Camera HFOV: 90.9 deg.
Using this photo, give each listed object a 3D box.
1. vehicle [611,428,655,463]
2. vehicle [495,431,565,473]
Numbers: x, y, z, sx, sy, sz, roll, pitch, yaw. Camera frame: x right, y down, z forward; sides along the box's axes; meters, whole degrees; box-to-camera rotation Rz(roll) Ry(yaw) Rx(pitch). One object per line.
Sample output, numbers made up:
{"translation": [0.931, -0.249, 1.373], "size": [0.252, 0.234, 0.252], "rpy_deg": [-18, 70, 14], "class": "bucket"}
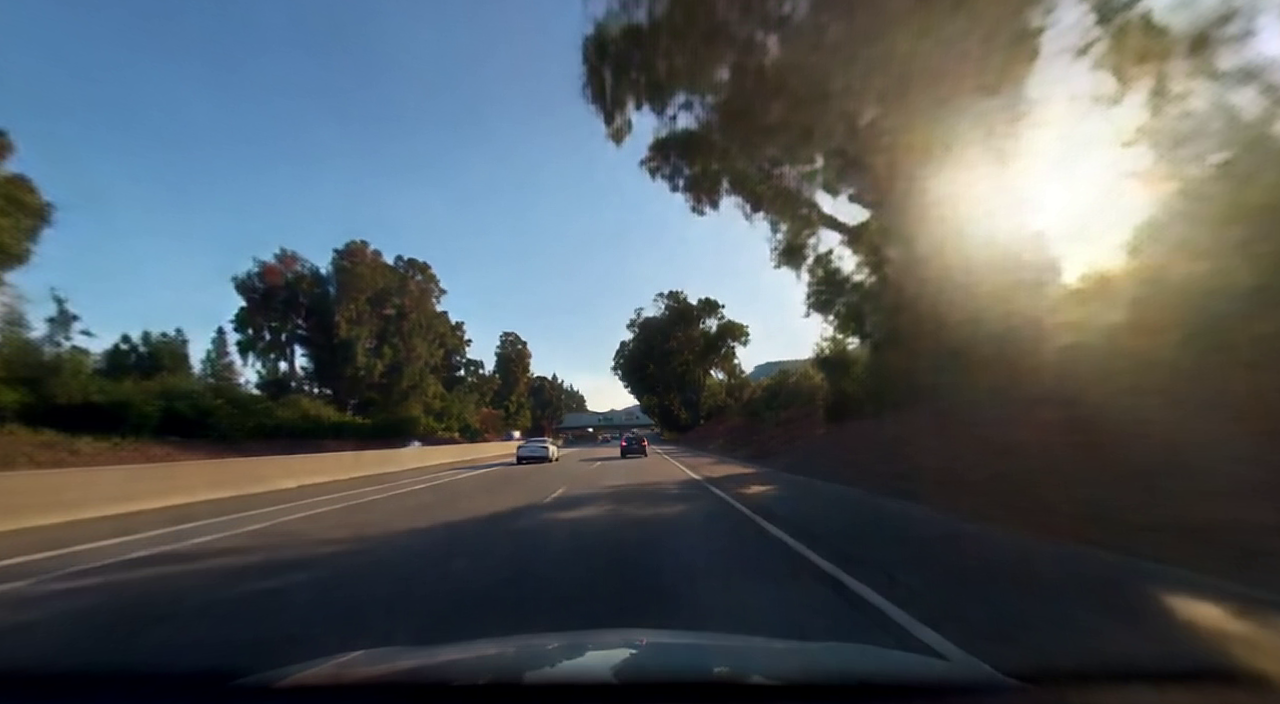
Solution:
{"translation": [-0.335, 4.824, 32.639], "size": [2.134, 1.654, 4.174], "rpy_deg": [0, -8, 0], "class": "vehicle"}
{"translation": [-4.256, 3.912, 24.986], "size": [2.030, 1.491, 4.046], "rpy_deg": [0, -8, 0], "class": "vehicle"}
